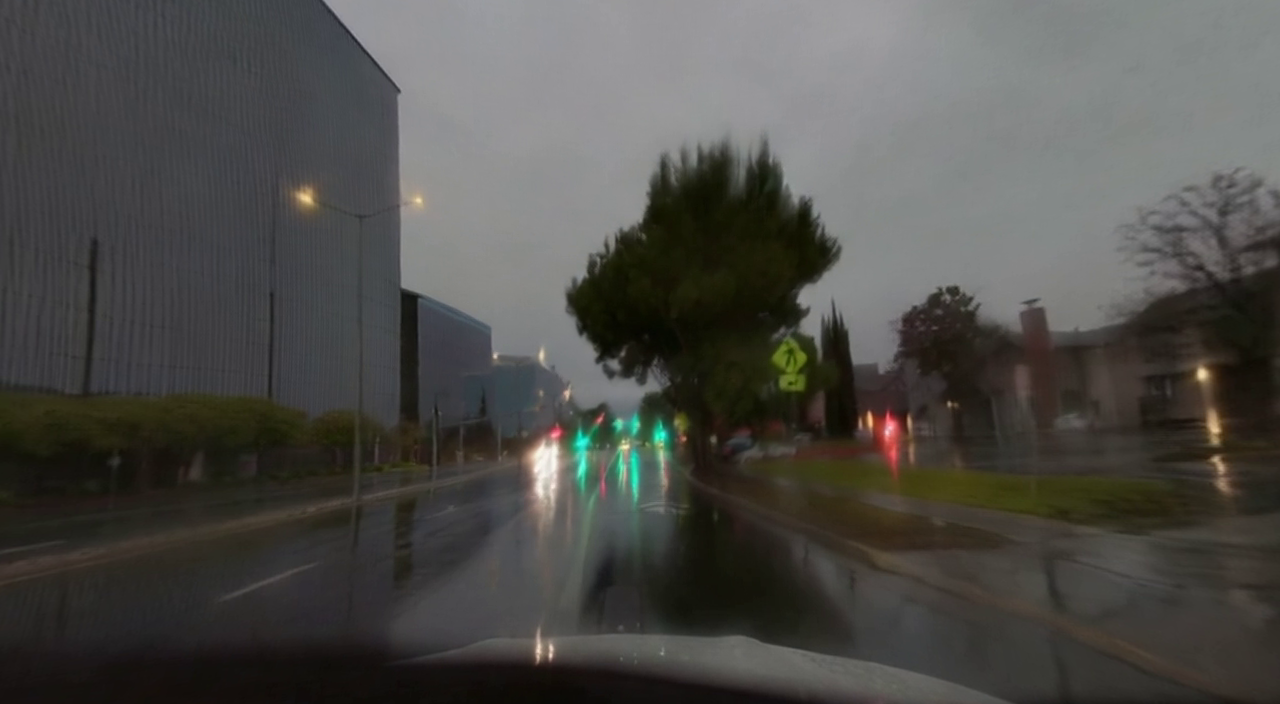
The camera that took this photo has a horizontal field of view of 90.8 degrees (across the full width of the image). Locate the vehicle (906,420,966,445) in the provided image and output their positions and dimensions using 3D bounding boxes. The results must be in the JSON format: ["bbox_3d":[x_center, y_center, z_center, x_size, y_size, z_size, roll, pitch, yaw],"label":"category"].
[{"bbox_3d":[19.411,5.353,41.655,1.890,1.492,4.494,0,-8,1],"label":"vehicle"}]

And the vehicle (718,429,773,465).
[{"bbox_3d":[6.035,5.535,36.857,2.160,1.944,5.086,0,-9,-2],"label":"vehicle"}]

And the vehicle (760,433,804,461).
[{"bbox_3d":[8.364,5.641,37.511,1.842,1.535,3.638,0,-9,2],"label":"vehicle"}]
